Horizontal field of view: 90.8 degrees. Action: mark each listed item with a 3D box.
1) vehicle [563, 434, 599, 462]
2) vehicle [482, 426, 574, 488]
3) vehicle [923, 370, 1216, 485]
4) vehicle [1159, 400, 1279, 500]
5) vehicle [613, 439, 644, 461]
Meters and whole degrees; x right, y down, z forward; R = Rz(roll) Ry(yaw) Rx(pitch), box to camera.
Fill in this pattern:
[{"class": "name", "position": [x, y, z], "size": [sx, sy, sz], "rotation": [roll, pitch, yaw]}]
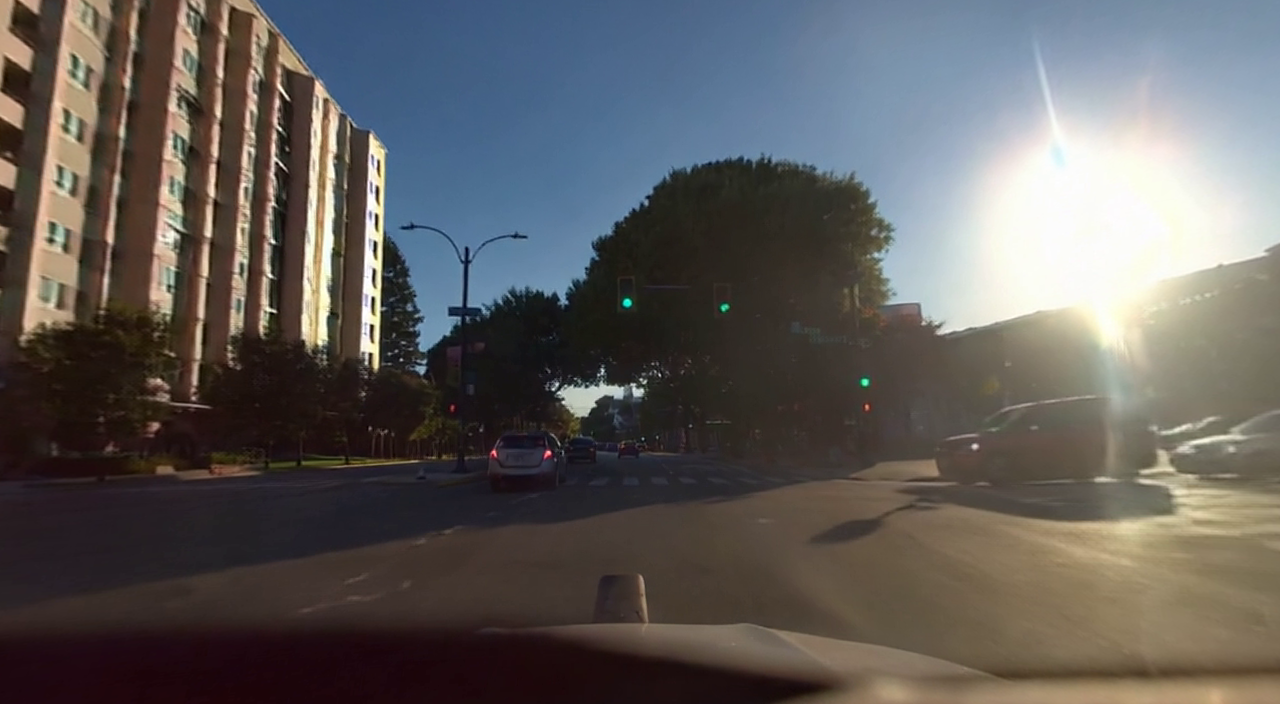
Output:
[{"class": "vehicle", "position": [-3.967, 6.573, 43.199], "size": [2.152, 1.802, 4.628], "rotation": [0, -9, -2]}, {"class": "vehicle", "position": [-3.386, 3.300, 20.048], "size": [2.116, 1.725, 4.315], "rotation": [0, -9, 0]}, {"class": "vehicle", "position": [11.861, 2.126, 17.882], "size": [6.233, 2.668, 2.627], "rotation": [-3, -8, -3]}, {"class": "vehicle", "position": [13.196, 1.783, 12.334], "size": [4.328, 1.742, 1.942], "rotation": [-3, -7, -1]}, {"class": "vehicle", "position": [-0.893, 7.047, 45.461], "size": [2.095, 1.438, 3.843], "rotation": [0, -9, -3]}]
